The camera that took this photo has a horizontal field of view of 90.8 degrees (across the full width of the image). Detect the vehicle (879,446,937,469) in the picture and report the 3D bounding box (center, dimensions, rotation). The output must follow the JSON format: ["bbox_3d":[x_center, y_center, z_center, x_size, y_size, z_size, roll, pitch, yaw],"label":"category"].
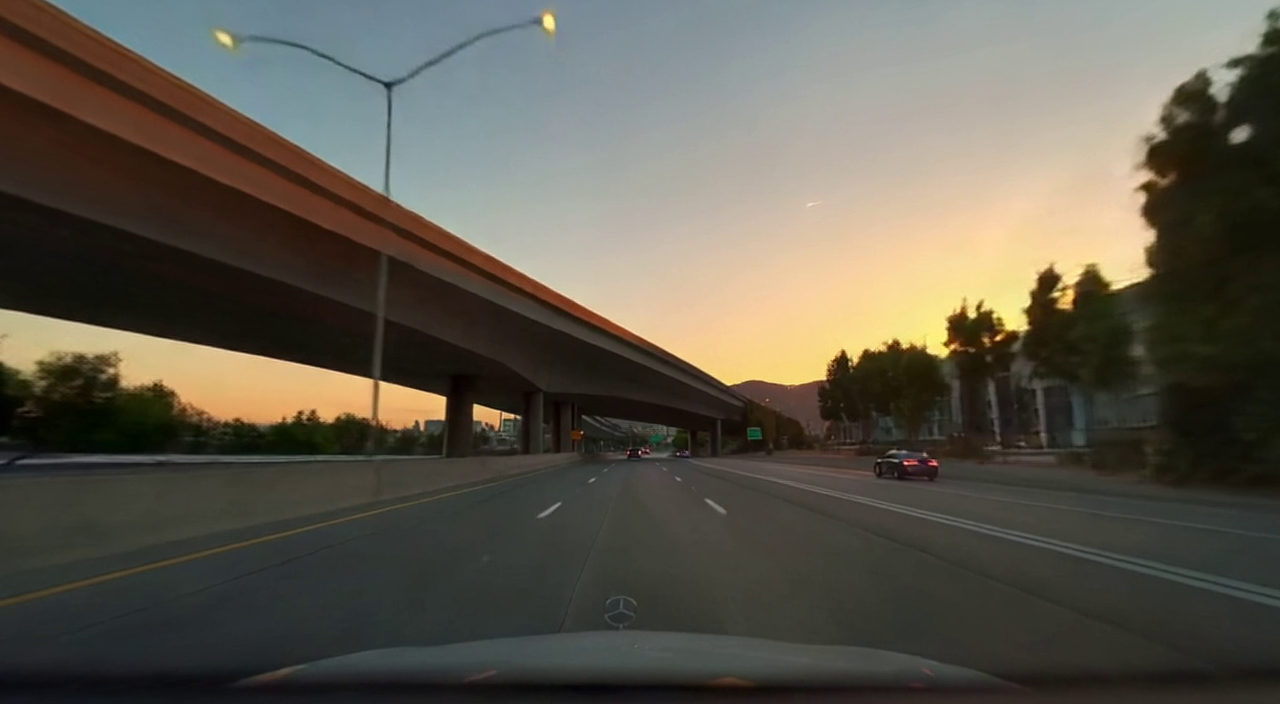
[{"bbox_3d":[18.646,7.345,44.209,2.059,1.457,4.537,-1,-9,0],"label":"vehicle"}]
